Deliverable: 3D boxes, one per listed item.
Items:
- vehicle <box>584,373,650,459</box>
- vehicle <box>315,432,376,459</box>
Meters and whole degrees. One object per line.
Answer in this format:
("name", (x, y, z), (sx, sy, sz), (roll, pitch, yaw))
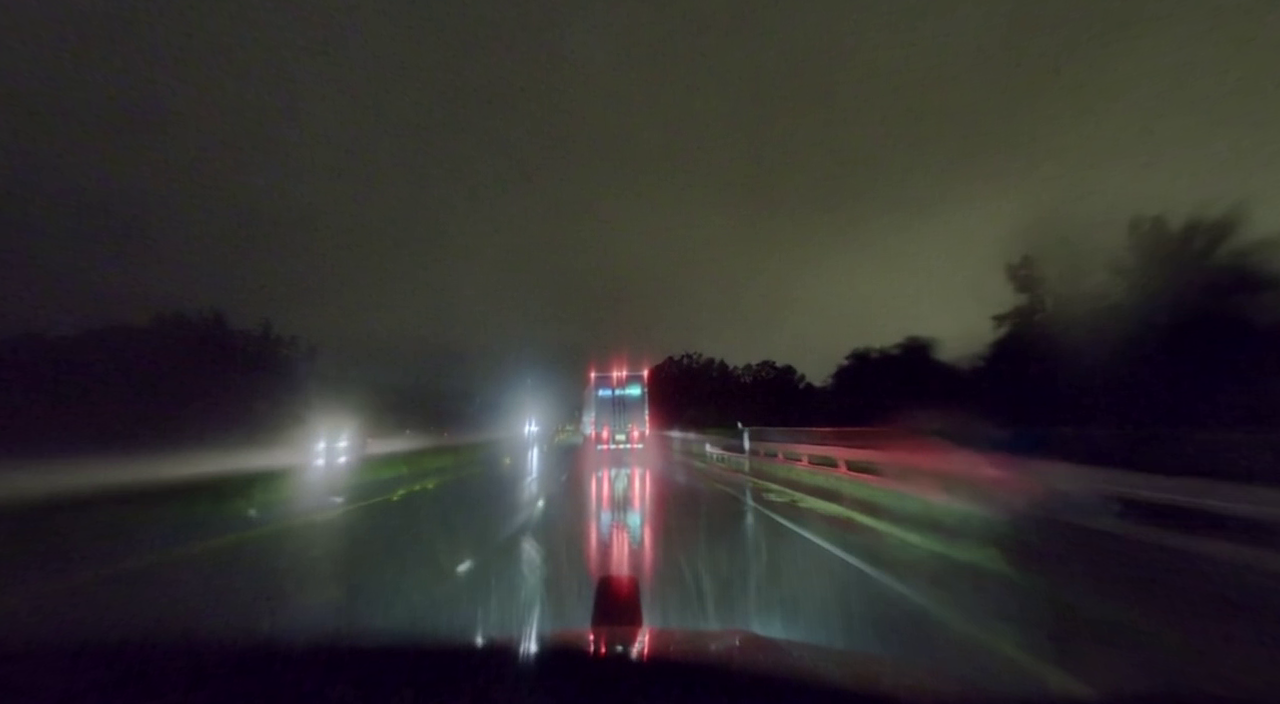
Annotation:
("vehicle", (-1.317, 3.647, 34.362), (3.023, 3.965, 10.402), (0, -8, -3))
("vehicle", (-18.249, 5.816, 39.204), (1.879, 1.564, 4.435), (0, -8, -4))
